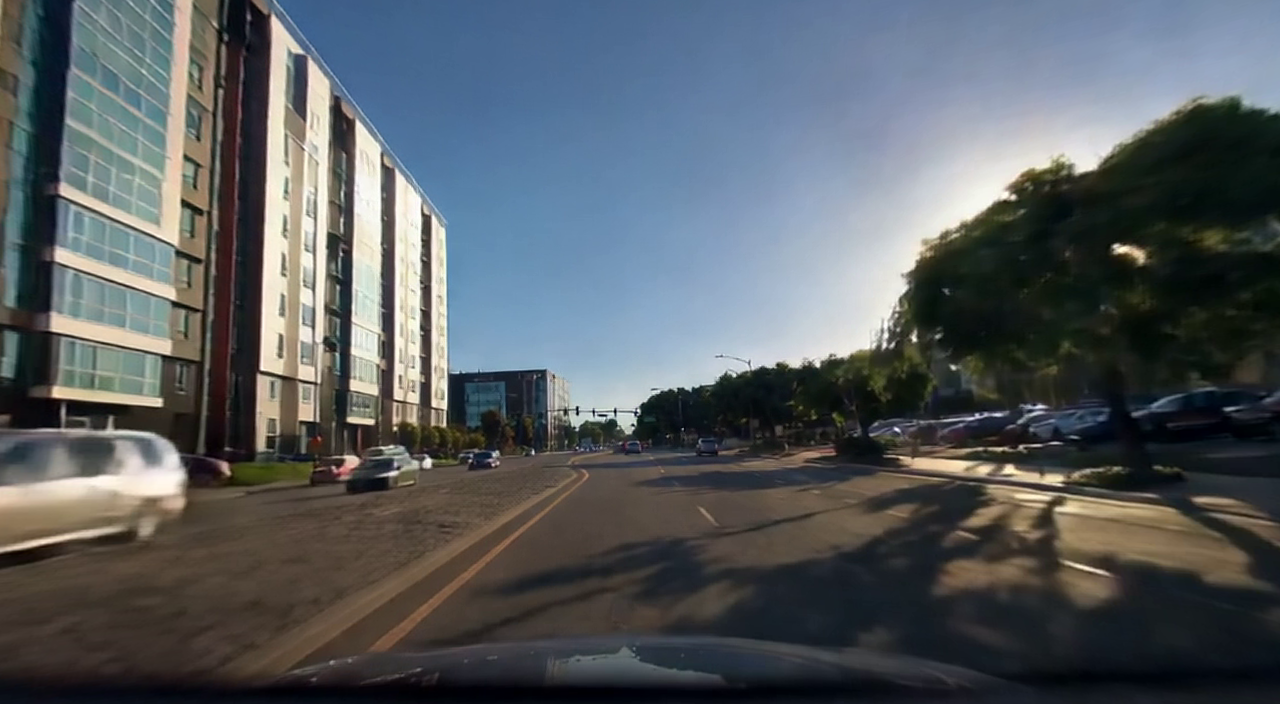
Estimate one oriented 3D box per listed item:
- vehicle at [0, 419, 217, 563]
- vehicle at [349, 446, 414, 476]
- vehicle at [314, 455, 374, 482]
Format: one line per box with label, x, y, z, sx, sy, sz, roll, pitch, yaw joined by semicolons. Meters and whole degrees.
vehicle;-8.990;1.972;9.472;2.002;1.780;4.687;0;-9;0
vehicle;-19.489;8.244;48.040;2.373;2.077;6.457;0;-9;-2
vehicle;-19.332;7.630;41.488;1.869;1.606;4.617;0;-9;-2
